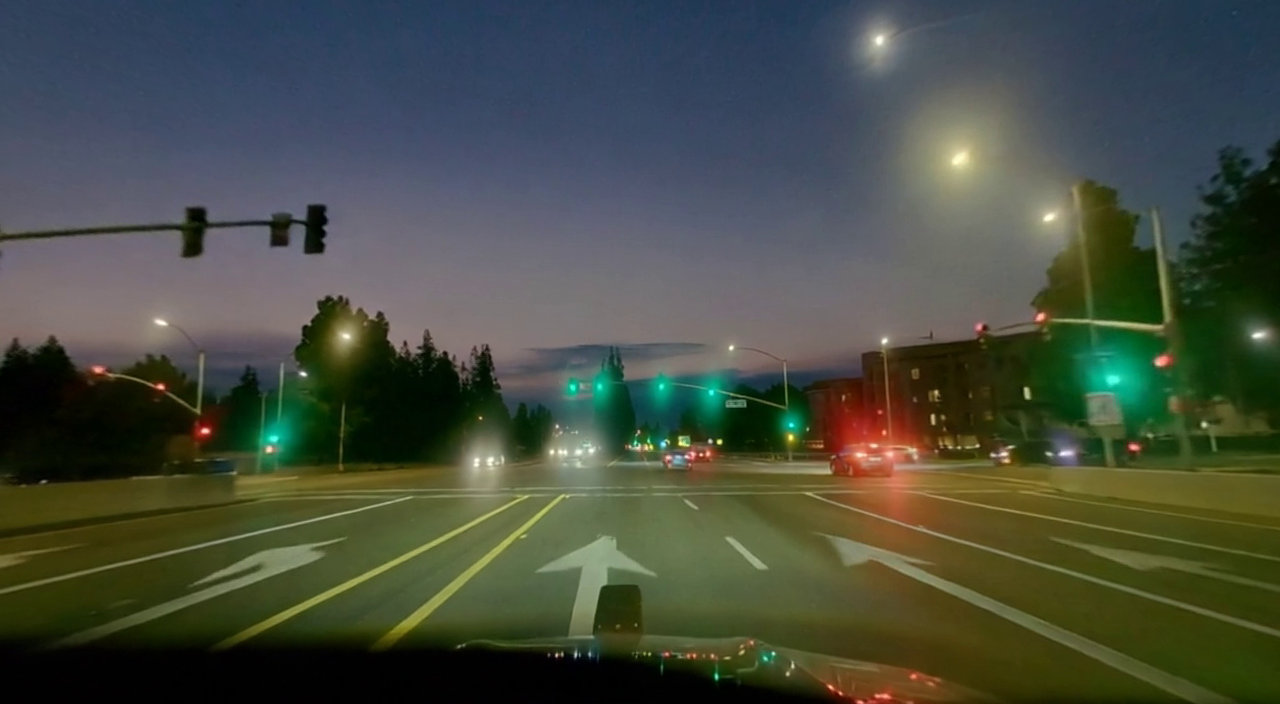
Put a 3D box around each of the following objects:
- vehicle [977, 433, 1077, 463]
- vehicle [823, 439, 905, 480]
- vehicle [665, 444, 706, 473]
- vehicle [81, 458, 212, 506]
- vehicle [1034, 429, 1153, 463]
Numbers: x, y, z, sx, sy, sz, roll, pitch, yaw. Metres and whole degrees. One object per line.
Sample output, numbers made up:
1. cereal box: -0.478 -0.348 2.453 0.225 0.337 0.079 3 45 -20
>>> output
1. vehicle: 22.700 5.668 37.155 4.475 1.682 2.044 0 -9 -1
2. vehicle: 9.526 4.599 27.287 1.798 1.621 4.304 0 -9 -2
3. vehicle: 2.578 6.117 36.571 1.917 1.538 4.259 0 -9 -2
4. vehicle: -22.539 5.901 29.163 2.016 1.871 4.983 0 -9 -1
5. vehicle: 24.489 5.080 34.247 4.747 1.766 2.179 0 -9 0
